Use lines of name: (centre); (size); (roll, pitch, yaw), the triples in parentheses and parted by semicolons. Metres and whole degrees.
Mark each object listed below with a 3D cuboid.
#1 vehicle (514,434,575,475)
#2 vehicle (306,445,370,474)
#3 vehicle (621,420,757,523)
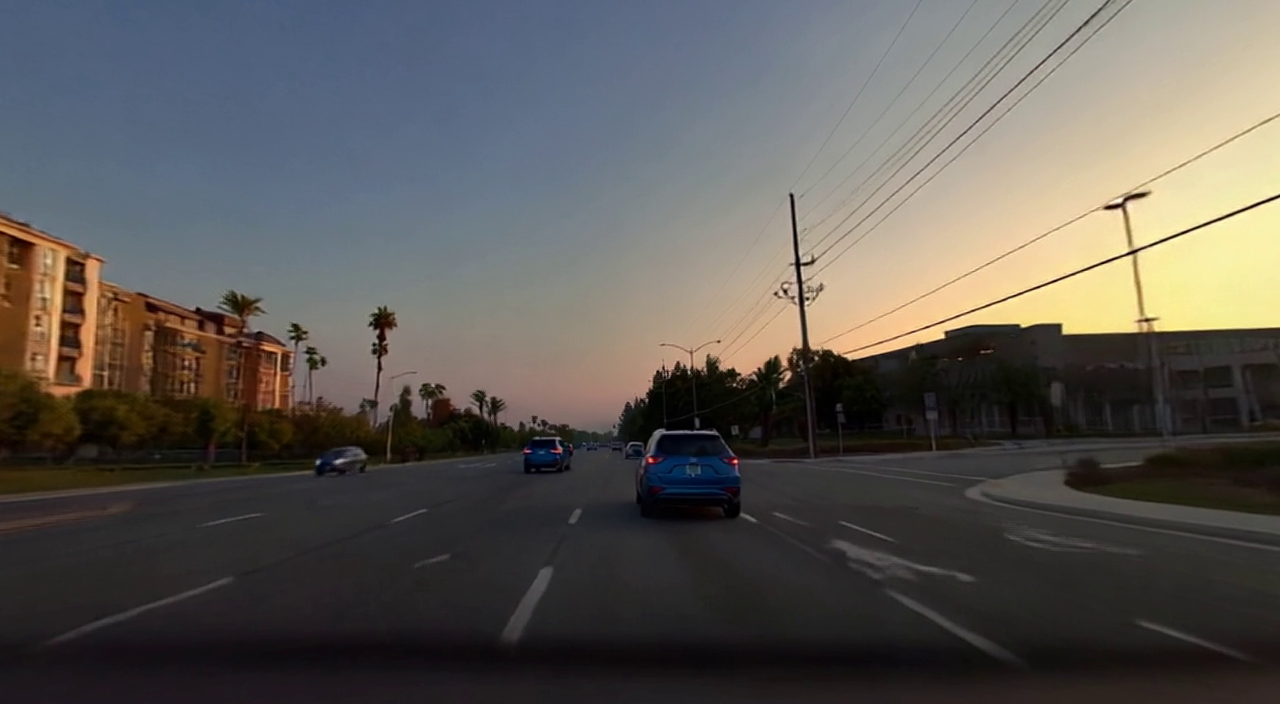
vehicle: (-4.468, 4.898, 30.260); (2.169, 1.796, 4.821); (0, -9, 0)
vehicle: (-19.980, 7.093, 41.919); (2.054, 1.765, 4.700); (0, -9, -2)
vehicle: (0.766, 2.323, 12.714); (2.198, 1.706, 4.166); (0, -9, -3)
